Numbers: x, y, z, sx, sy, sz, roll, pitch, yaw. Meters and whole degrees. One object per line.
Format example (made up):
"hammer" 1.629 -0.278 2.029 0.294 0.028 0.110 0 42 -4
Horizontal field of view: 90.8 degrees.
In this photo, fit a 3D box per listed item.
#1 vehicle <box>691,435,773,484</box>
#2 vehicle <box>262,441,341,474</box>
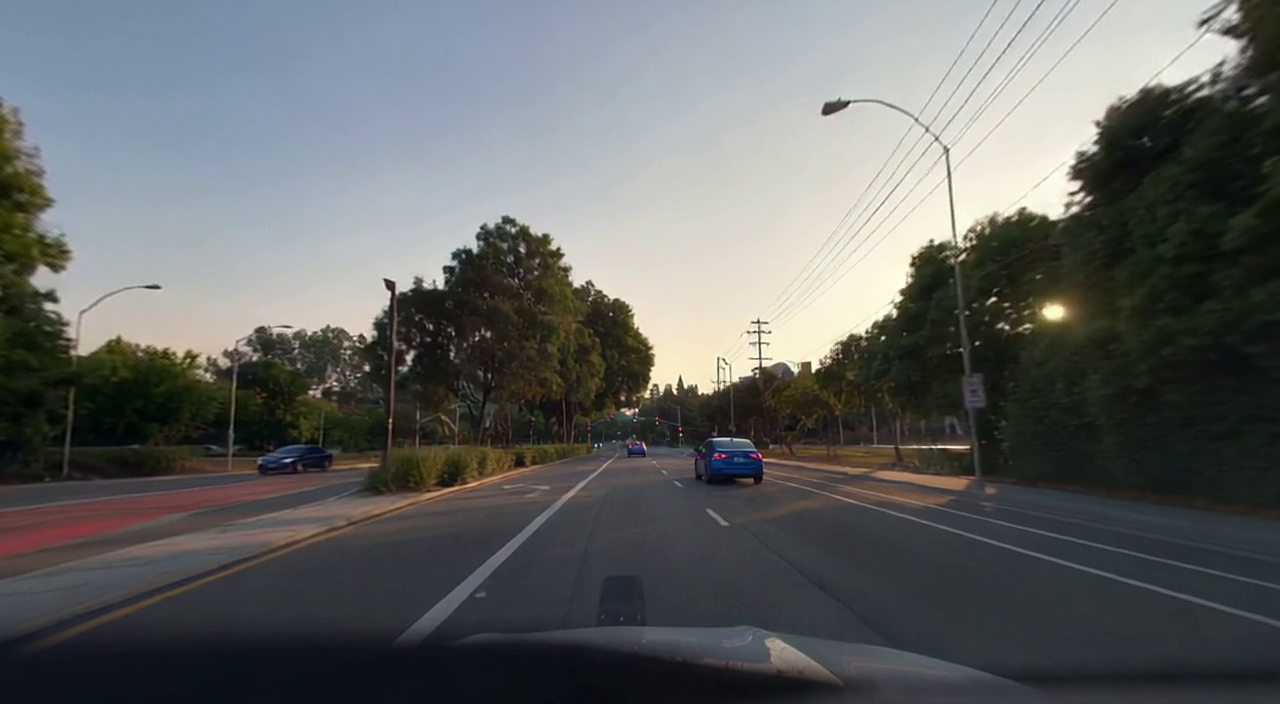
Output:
"vehicle" 2.964 3.562 21.345 2.004 1.448 4.263 0 -8 -2
"vehicle" -20.097 6.236 37.785 1.969 1.818 4.889 0 -8 1
